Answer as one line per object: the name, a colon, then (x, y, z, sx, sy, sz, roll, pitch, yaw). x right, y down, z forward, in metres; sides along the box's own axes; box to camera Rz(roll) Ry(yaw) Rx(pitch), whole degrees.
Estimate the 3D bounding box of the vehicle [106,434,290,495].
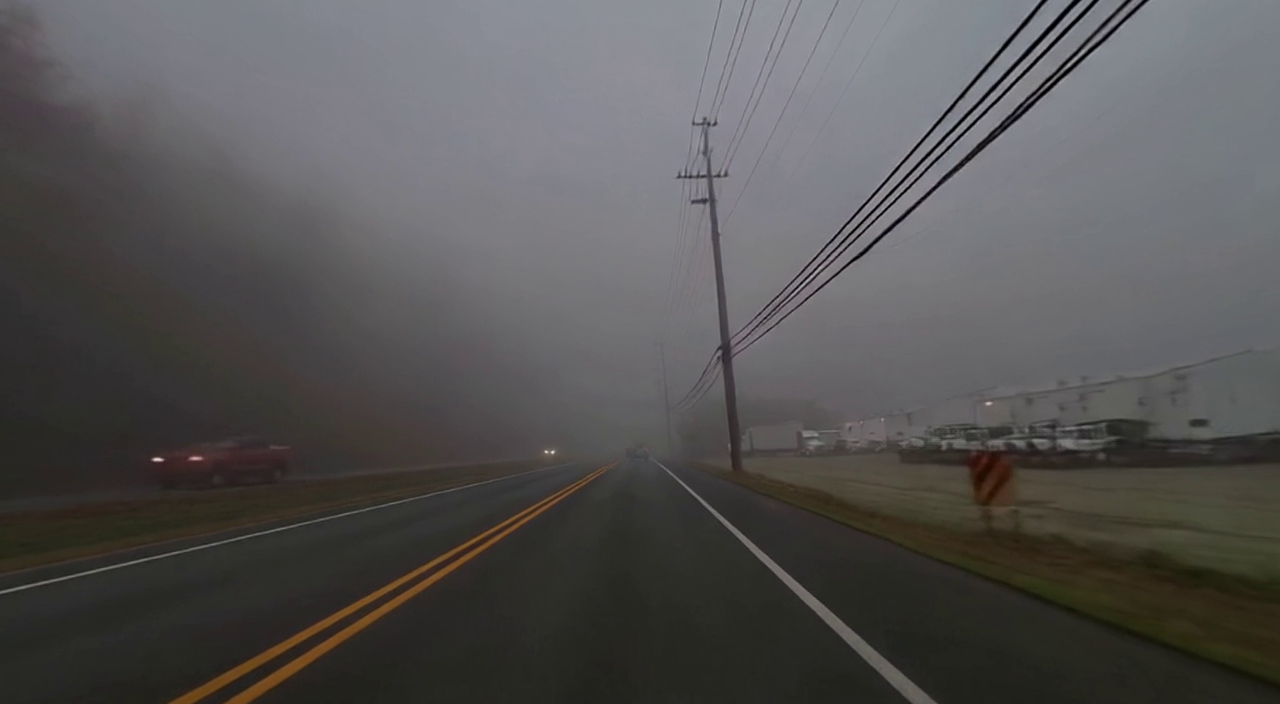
vehicle: (-21.416, 5.482, 31.363, 3.137, 2.587, 8.274, -1, -9, 0)
